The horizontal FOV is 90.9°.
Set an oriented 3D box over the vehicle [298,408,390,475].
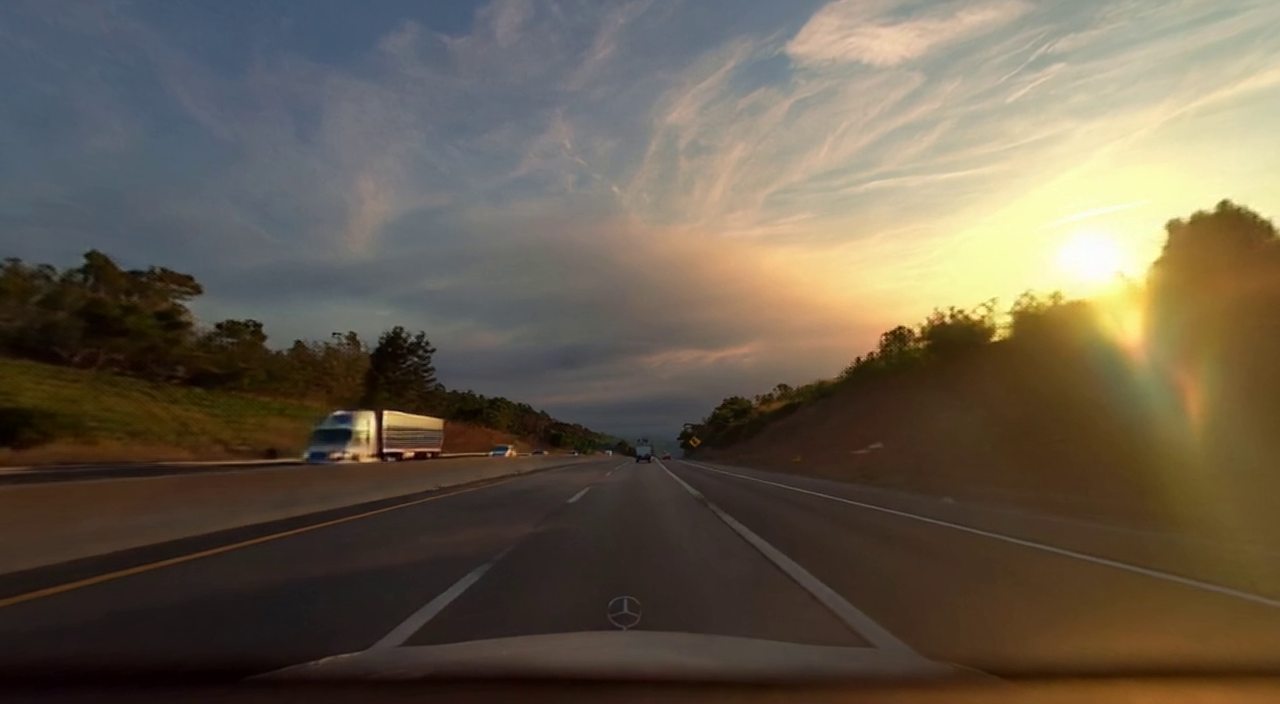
[{"bbox_3d":[-19.009,5.826,40.950,2.979,4.014,5.841,0,-9,1],"label":"vehicle"}]
